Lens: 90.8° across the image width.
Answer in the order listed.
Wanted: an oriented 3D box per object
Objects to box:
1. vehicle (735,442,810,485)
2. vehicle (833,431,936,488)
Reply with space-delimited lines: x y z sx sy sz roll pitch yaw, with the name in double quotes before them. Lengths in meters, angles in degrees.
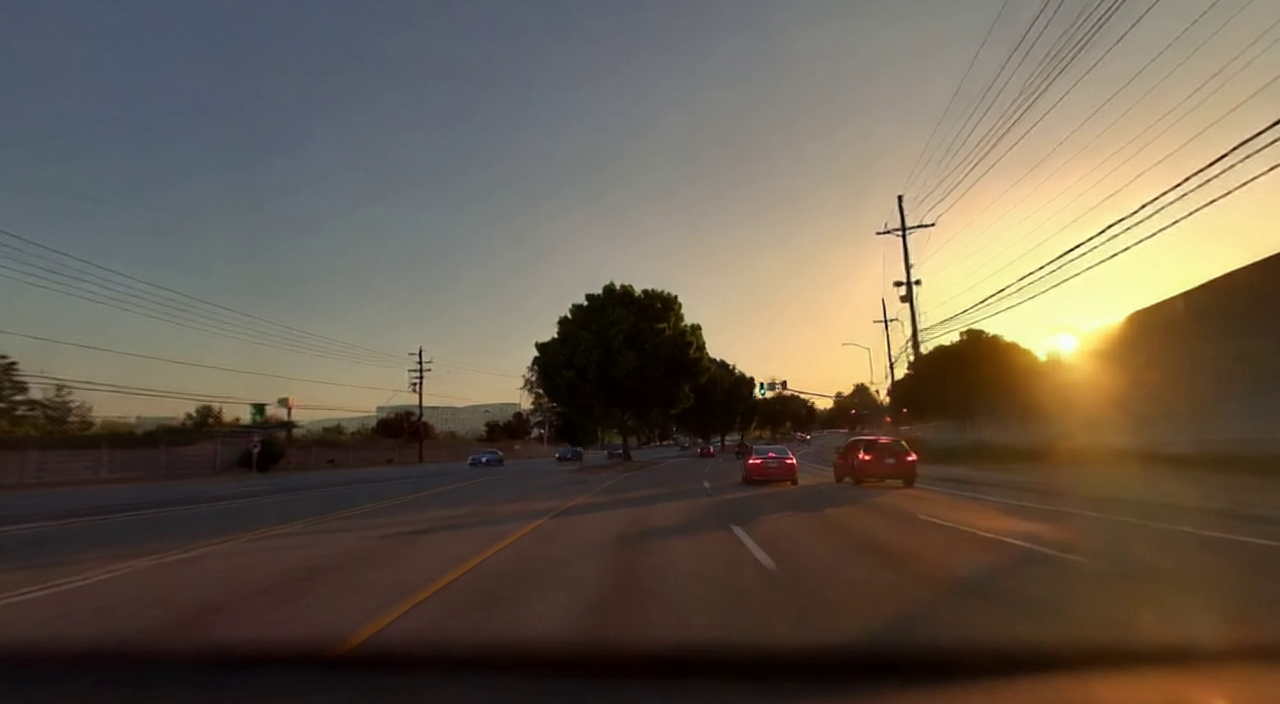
"vehicle" 4.901 4.166 23.970 2.035 1.460 4.392 -1 -9 2
"vehicle" 8.487 3.788 22.430 2.029 1.795 4.371 -1 -9 2
